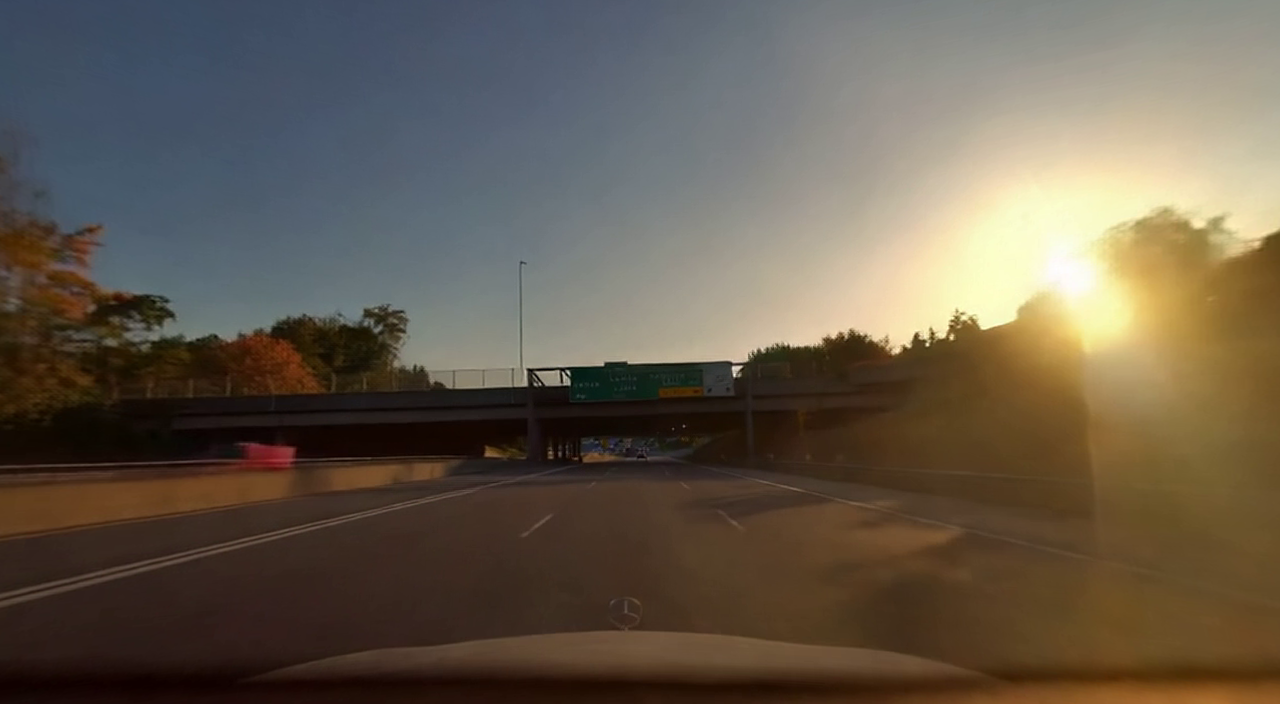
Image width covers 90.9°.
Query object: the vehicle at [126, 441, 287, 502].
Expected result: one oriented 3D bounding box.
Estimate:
[{"bbox_3d":[-14.470,3.986,21.455,2.065,1.832,4.651,0,-9,1],"label":"vehicle"}]
